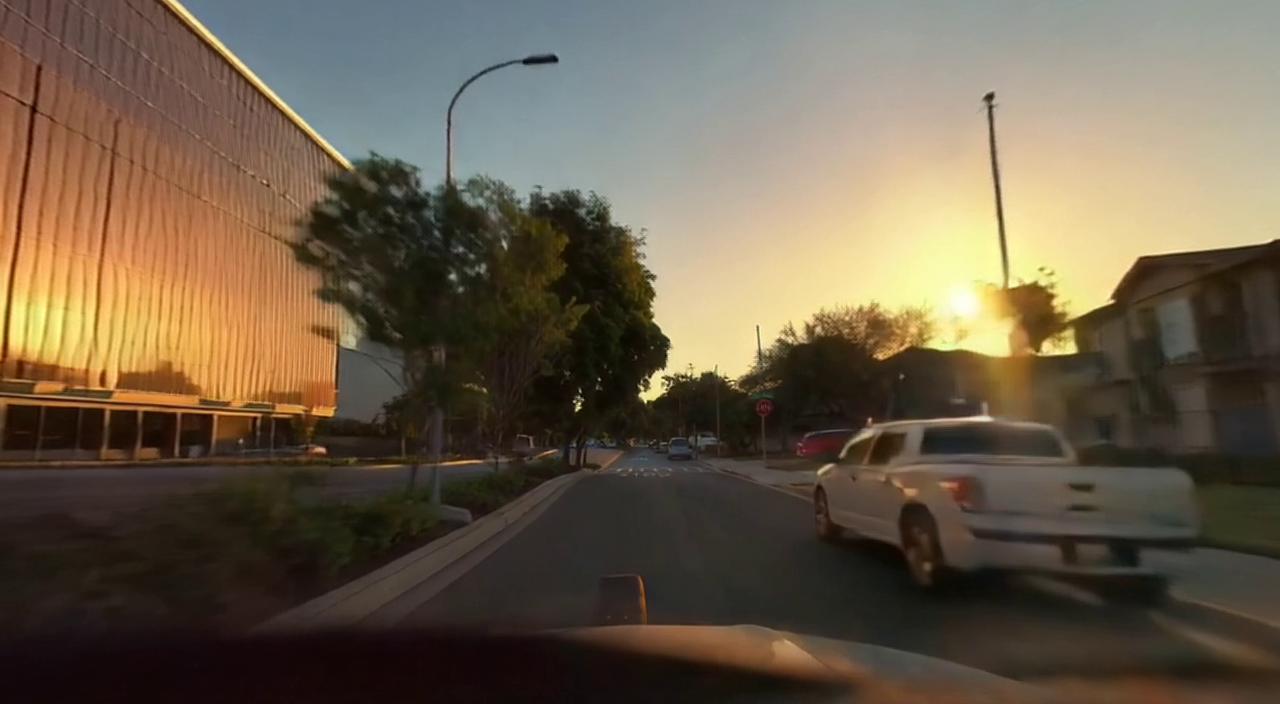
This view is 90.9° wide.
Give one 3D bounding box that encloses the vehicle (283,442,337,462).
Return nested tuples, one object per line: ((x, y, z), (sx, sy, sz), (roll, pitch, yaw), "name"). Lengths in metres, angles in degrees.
((-26.061, 7.919, 49.912), (1.811, 1.467, 4.508), (-1, -8, 1), "vehicle")

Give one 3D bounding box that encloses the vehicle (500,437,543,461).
((-8.103, 6.665, 43.483), (2.024, 1.532, 3.863), (-1, -8, 4), "vehicle")

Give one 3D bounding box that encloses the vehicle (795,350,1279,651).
((3.122, 1.231, 6.151), (2.067, 1.846, 4.384), (0, -8, 0), "vehicle")
